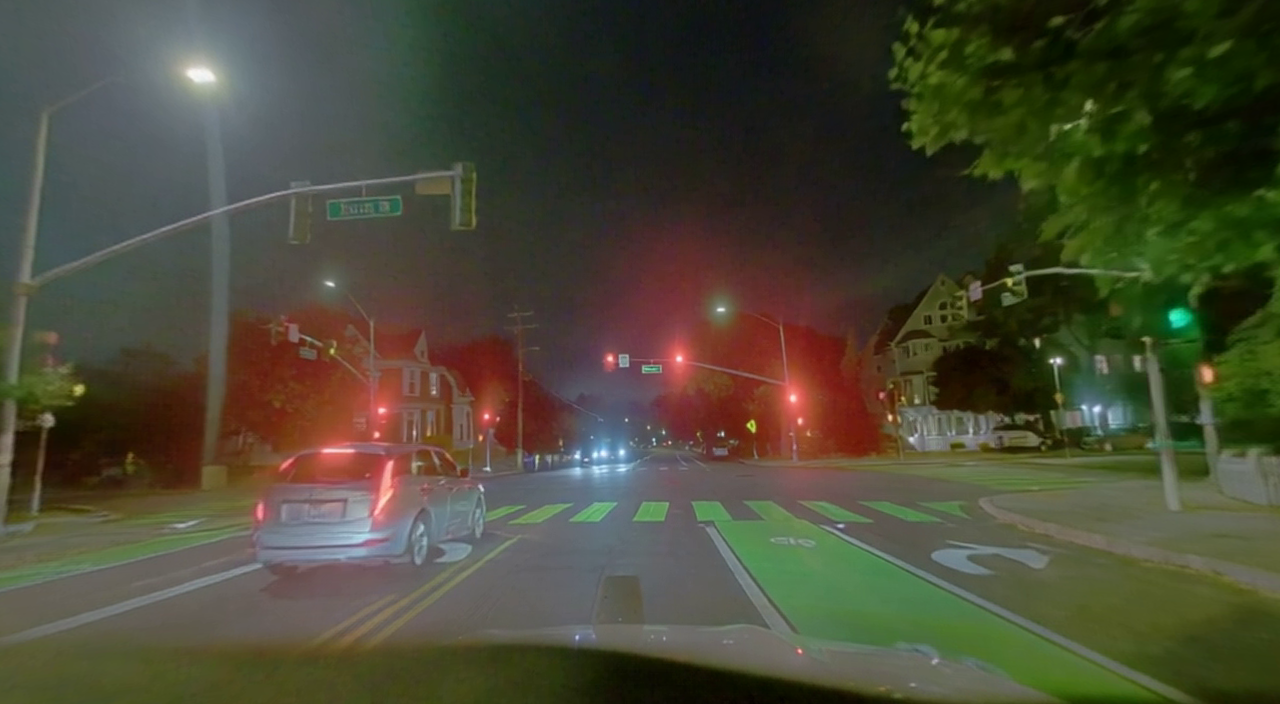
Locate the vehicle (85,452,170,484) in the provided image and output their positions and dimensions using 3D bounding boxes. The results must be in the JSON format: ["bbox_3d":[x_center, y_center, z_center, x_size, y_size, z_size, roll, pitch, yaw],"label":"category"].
[{"bbox_3d":[-35.088,7.928,43.290,1.979,2.043,4.543,0,-9,0],"label":"vehicle"}]

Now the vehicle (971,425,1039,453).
[{"bbox_3d":[24.013,5.793,41.563,1.964,1.759,4.583,-1,-9,4],"label":"vehicle"}]

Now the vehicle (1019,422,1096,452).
[{"bbox_3d":[27.165,5.618,41.141,2.033,1.821,4.542,0,-9,3],"label":"vehicle"}]

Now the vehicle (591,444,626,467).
[{"bbox_3d":[-2.107,7.019,42.931,1.982,1.472,4.103,-1,-9,3],"label":"vehicle"}]

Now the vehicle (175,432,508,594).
[{"bbox_3d":[-3.304,1.876,8.310,1.904,1.489,4.746,0,-9,2],"label":"vehicle"}]

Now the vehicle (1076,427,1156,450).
[{"bbox_3d":[30.979,5.707,41.176,1.837,1.396,4.695,-1,-9,5],"label":"vehicle"}]
